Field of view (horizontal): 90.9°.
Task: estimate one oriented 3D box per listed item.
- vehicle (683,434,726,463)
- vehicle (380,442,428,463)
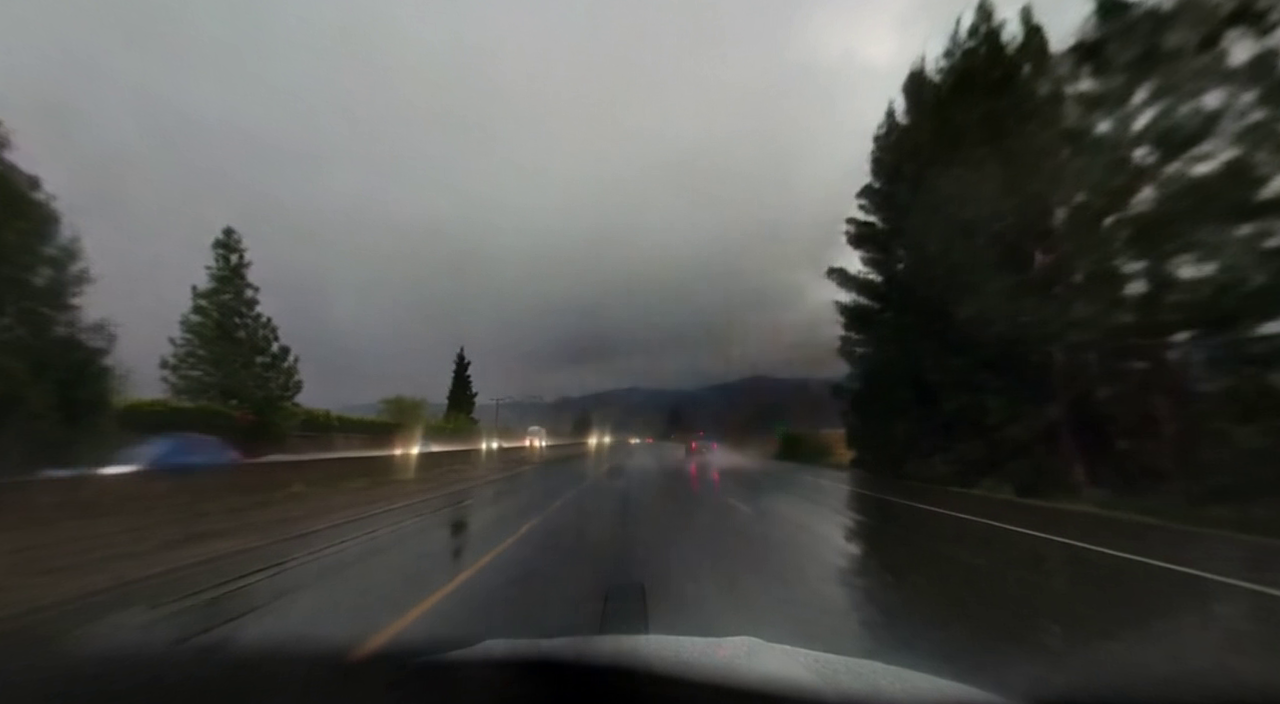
[{"bbox_3d":[3.828,5.830,38.036,2.157,1.640,4.056,0,-8,0],"label":"vehicle"},{"bbox_3d":[-17.716,7.512,47.509,1.843,1.481,4.410,0,-8,1],"label":"vehicle"}]
